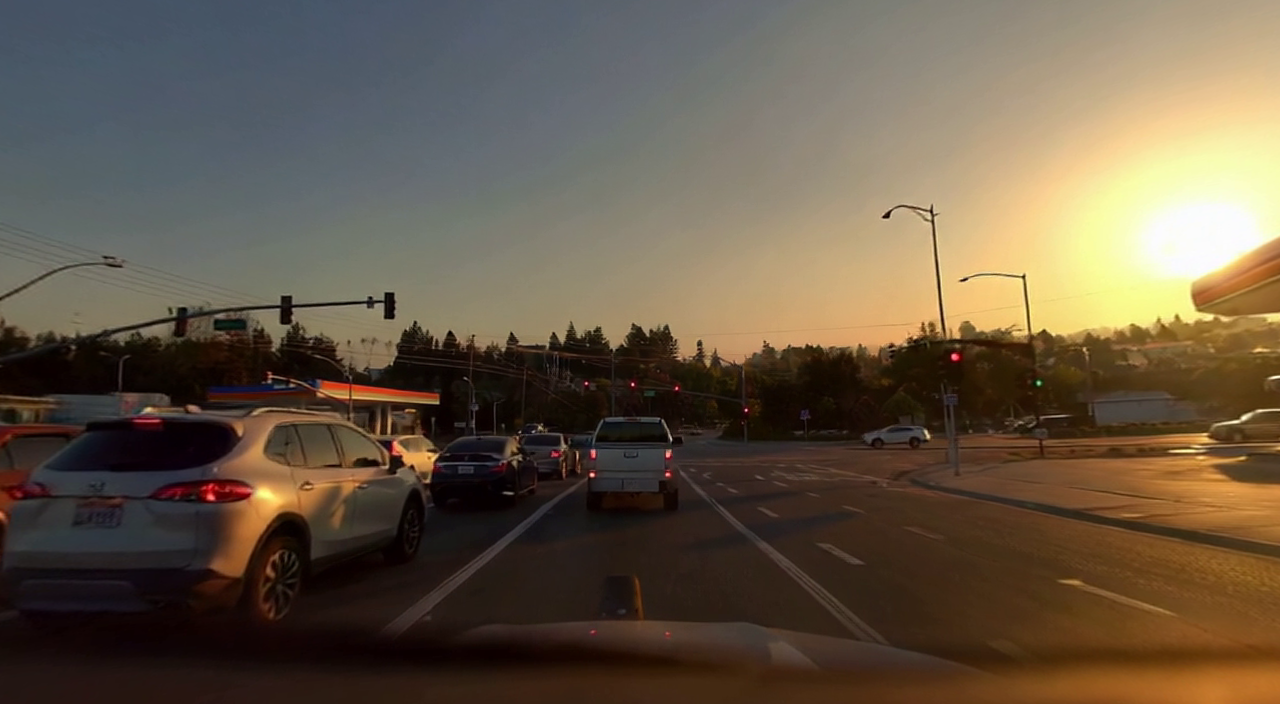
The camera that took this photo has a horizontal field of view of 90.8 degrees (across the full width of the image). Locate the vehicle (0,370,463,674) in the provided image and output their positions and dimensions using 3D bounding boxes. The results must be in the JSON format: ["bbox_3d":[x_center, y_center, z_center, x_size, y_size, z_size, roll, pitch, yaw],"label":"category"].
[{"bbox_3d":[-3.311,1.279,5.798,2.096,1.718,4.266,0,-9,1],"label":"vehicle"}]

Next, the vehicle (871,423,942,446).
[{"bbox_3d":[20.468,6.354,48.631,4.548,1.730,2.013,1,-9,-5],"label":"vehicle"}]

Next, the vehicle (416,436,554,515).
[{"bbox_3d":[-3.112,2.572,13.614,1.881,1.424,4.098,0,-9,1],"label":"vehicle"}]

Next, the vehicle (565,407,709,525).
[{"bbox_3d":[-0.068,2.138,12.359,2.224,1.819,5.005,0,-9,-1],"label":"vehicle"}]
